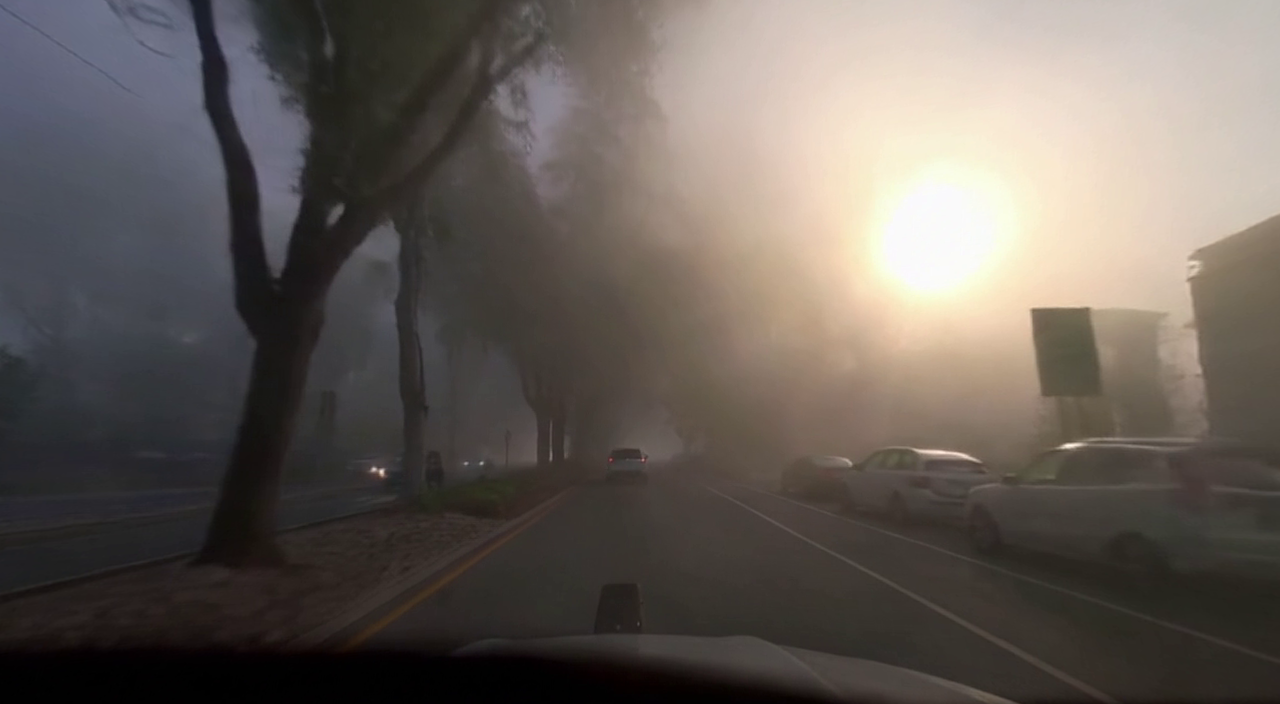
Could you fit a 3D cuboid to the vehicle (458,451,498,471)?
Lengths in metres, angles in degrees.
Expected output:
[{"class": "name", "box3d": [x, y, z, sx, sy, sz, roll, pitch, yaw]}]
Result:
[{"class": "vehicle", "box3d": [-12.475, 8.420, 48.965, 1.890, 1.473, 4.419, 0, -9, 0]}]

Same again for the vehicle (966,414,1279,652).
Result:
[{"class": "vehicle", "box3d": [5.770, 1.655, 6.783, 2.082, 1.736, 4.561, 0, -9, 0]}]

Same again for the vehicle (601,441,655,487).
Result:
[{"class": "vehicle", "box3d": [-0.469, 4.589, 26.200, 2.070, 1.698, 3.925, 0, -9, 0]}]

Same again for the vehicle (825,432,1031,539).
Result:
[{"class": "vehicle", "box3d": [5.572, 2.618, 13.111, 1.943, 1.778, 4.778, 0, -9, -1]}]

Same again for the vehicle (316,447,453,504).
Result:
[{"class": "vehicle", "box3d": [-7.426, 3.613, 19.043, 2.105, 1.474, 4.808, 0, -9, 0]}]
